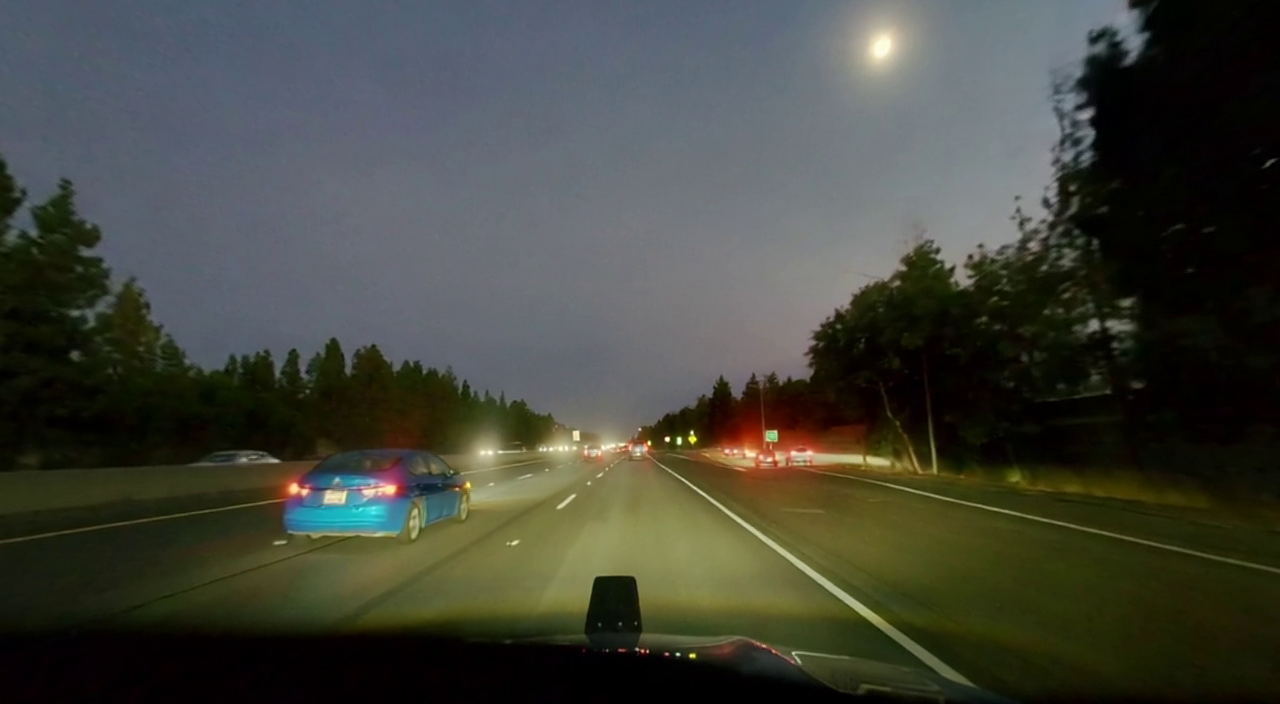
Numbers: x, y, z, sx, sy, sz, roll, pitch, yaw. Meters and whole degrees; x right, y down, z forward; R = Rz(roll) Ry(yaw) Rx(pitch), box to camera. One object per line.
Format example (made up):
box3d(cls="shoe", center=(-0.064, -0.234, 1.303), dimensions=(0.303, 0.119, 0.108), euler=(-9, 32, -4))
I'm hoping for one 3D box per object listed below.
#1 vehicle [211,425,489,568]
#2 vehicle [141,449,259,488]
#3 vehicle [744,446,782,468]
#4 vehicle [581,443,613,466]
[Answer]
box3d(cls="vehicle", center=(-3.691, 1.908, 9.072), dimensions=(2.020, 1.554, 4.137), euler=(0, -9, 0))
box3d(cls="vehicle", center=(-17.644, 4.652, 25.587), dimensions=(1.875, 1.426, 3.961), euler=(0, -9, 0))
box3d(cls="vehicle", center=(8.859, 7.585, 45.906), dimensions=(1.940, 1.496, 4.992), euler=(-1, -9, 3))
box3d(cls="vehicle", center=(-3.287, 7.903, 49.031), dimensions=(2.206, 1.683, 4.300), euler=(0, -9, 0))
